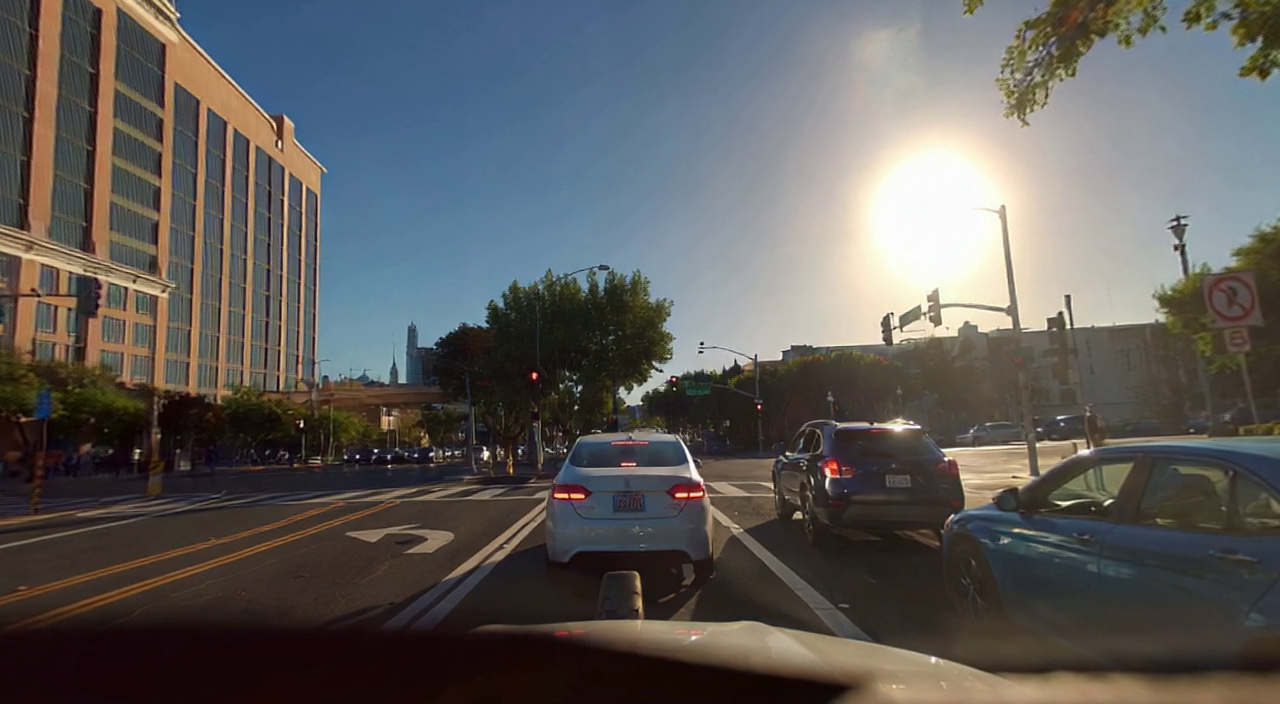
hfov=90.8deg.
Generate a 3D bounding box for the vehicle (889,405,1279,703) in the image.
[{"bbox_3d":[3.387,1.175,4.012,1.833,1.465,4.258,0,-8,-1],"label":"vehicle"}]

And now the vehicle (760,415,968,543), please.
[{"bbox_3d":[3.522,2.095,11.051,1.978,1.738,4.599,0,-8,1],"label":"vehicle"}]

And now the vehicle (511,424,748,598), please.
[{"bbox_3d":[-0.102,1.696,7.557,2.096,1.521,3.747,0,-8,0],"label":"vehicle"}]
